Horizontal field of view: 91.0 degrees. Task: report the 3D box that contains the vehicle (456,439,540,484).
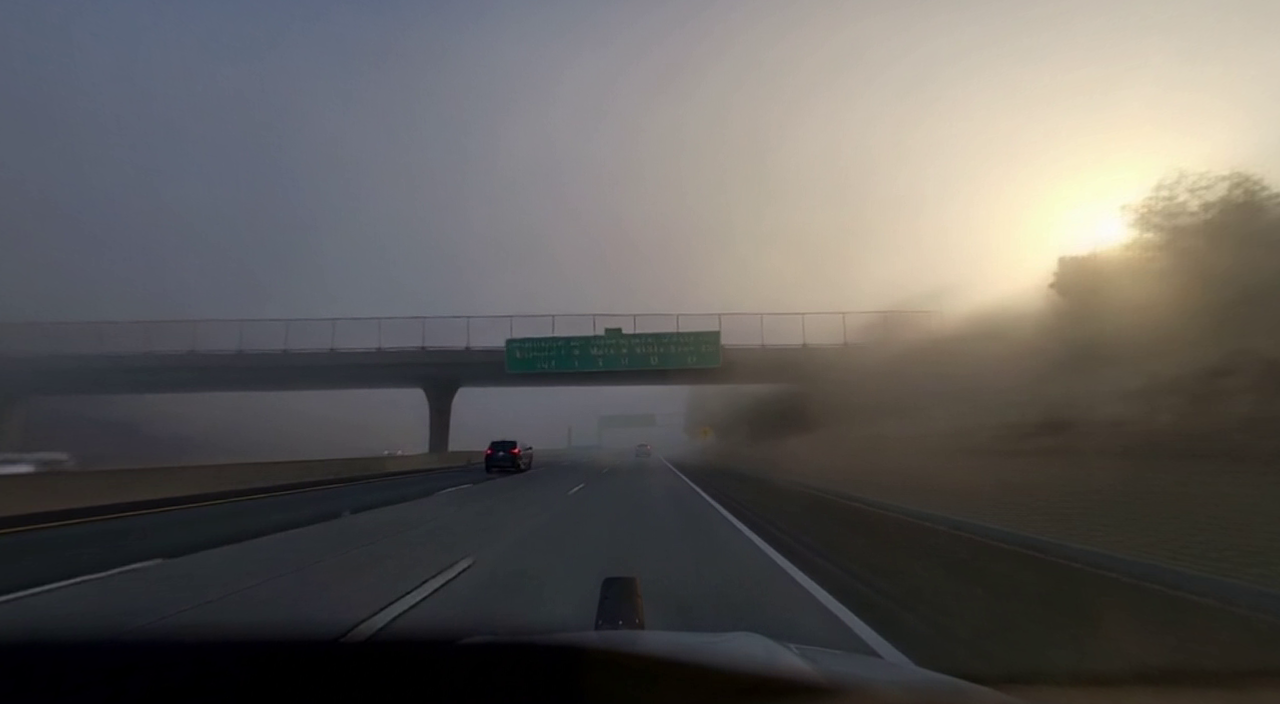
[{"bbox_3d":[-5.287,4.144,24.155,1.916,1.545,4.757,0,-8,2],"label":"vehicle"}]
